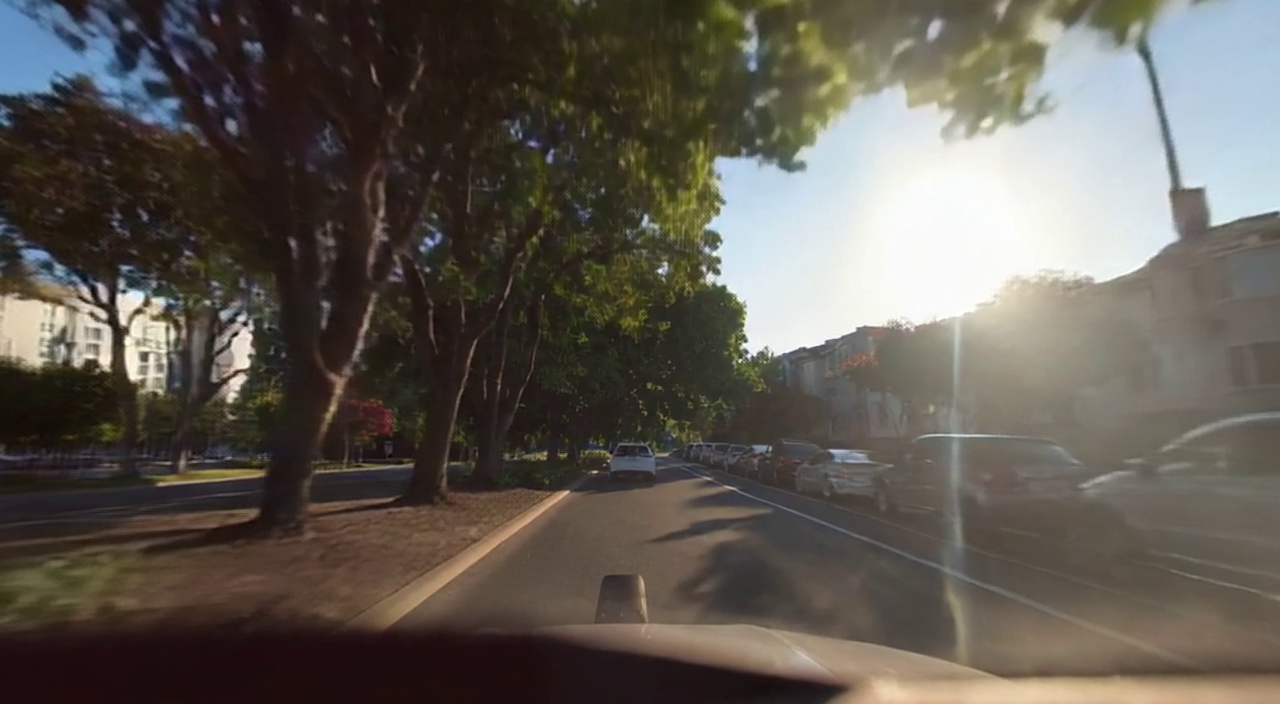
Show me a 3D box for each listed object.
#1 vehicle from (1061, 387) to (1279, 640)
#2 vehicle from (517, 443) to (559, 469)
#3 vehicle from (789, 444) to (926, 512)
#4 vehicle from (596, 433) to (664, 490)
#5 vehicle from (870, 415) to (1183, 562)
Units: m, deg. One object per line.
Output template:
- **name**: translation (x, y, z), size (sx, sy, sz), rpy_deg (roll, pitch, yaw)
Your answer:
- **vehicle**: translation (5.862, 1.221, 4.810), size (2.139, 1.872, 4.585), rpy_deg (0, -9, 1)
- **vehicle**: translation (-6.038, 6.202, 37.914), size (2.105, 1.474, 4.808), rpy_deg (0, -9, -4)
- **vehicle**: translation (5.333, 3.117, 16.157), size (2.005, 1.499, 4.108), rpy_deg (0, -9, 0)
- **vehicle**: translation (-0.342, 3.607, 21.129), size (2.070, 1.698, 3.925), rpy_deg (0, -9, -1)
- **vehicle**: translation (5.878, 2.117, 10.630), size (1.994, 1.853, 4.924), rpy_deg (0, -9, -2)
